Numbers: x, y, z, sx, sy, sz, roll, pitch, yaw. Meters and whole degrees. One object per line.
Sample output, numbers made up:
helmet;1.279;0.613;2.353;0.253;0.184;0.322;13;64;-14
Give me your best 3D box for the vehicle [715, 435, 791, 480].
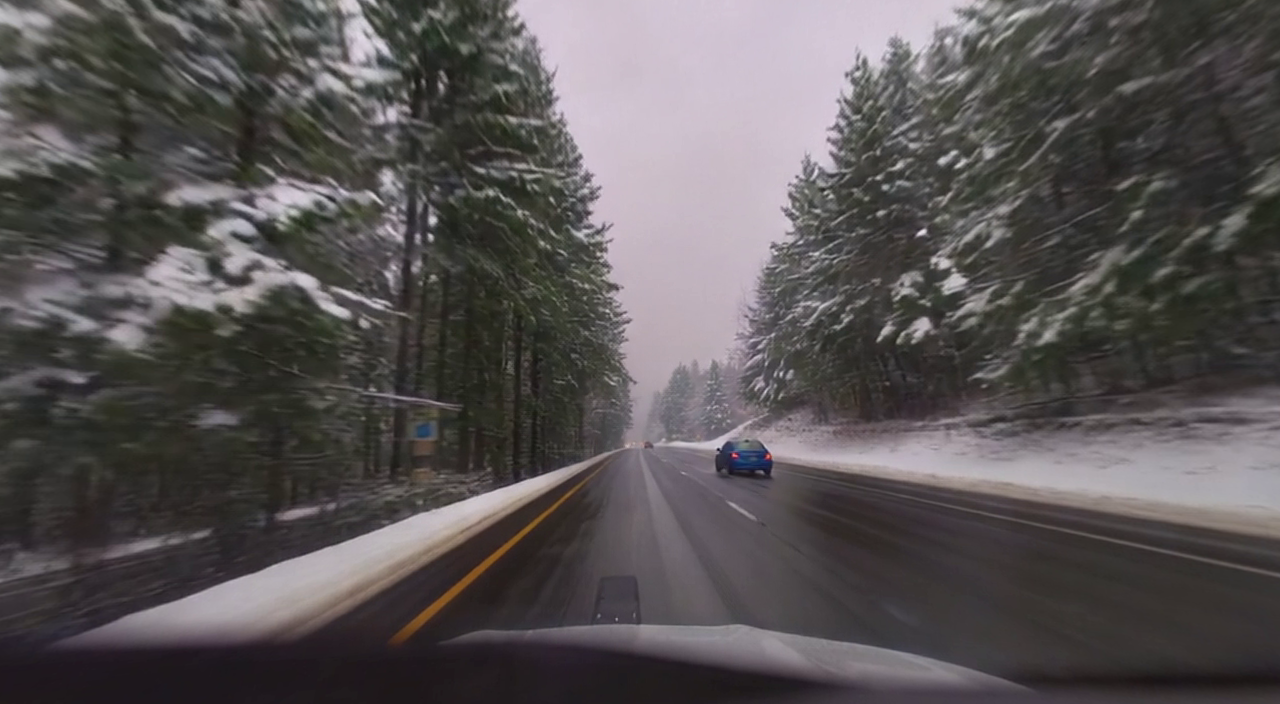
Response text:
vehicle;4.150;3.944;23.953;1.905;1.525;4.719;0;-8;-2
